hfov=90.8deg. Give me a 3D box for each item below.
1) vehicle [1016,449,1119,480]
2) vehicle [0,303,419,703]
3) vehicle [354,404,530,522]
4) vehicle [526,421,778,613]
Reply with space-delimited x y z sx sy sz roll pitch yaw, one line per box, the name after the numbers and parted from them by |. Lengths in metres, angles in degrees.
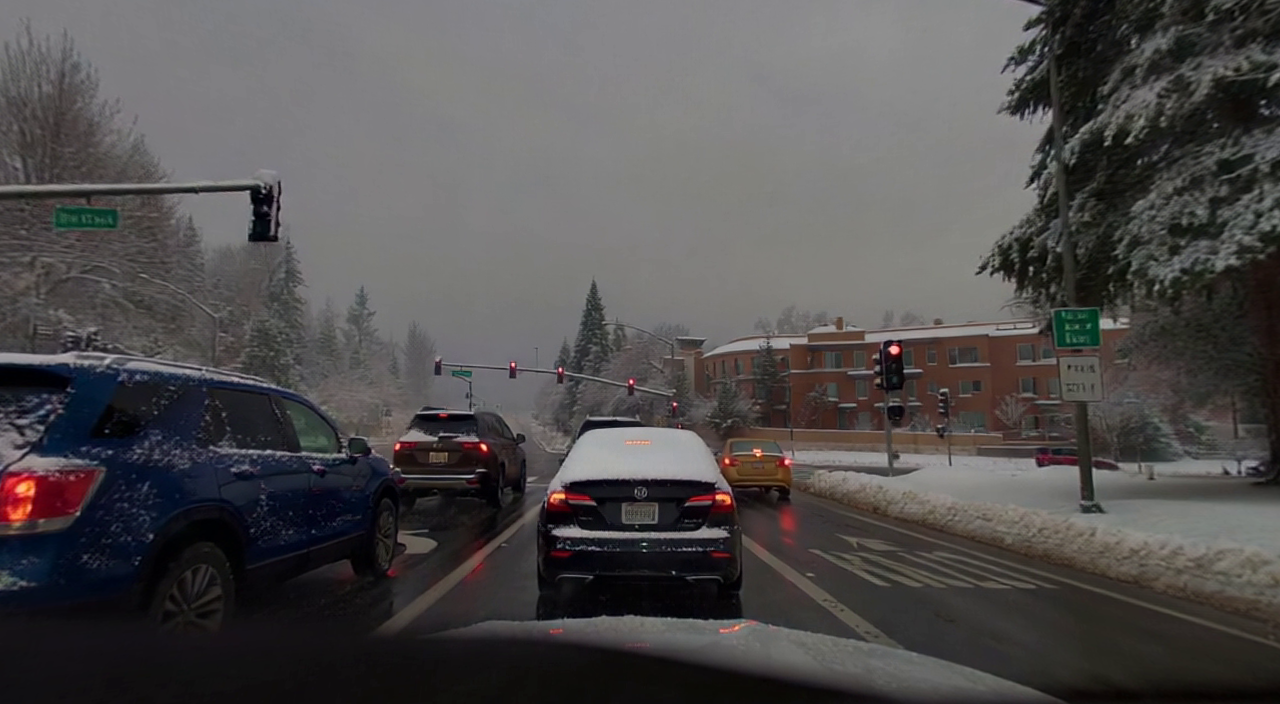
26.991 7.095 40.041 4.874 1.854 2.230 0 -8 -1 | vehicle
-3.142 1.014 4.142 1.924 1.737 4.387 0 -8 -2 | vehicle
-3.874 2.313 13.689 2.305 1.984 5.586 0 -8 -4 | vehicle
-0.061 1.629 7.275 2.001 1.483 4.442 0 -8 -4 | vehicle
